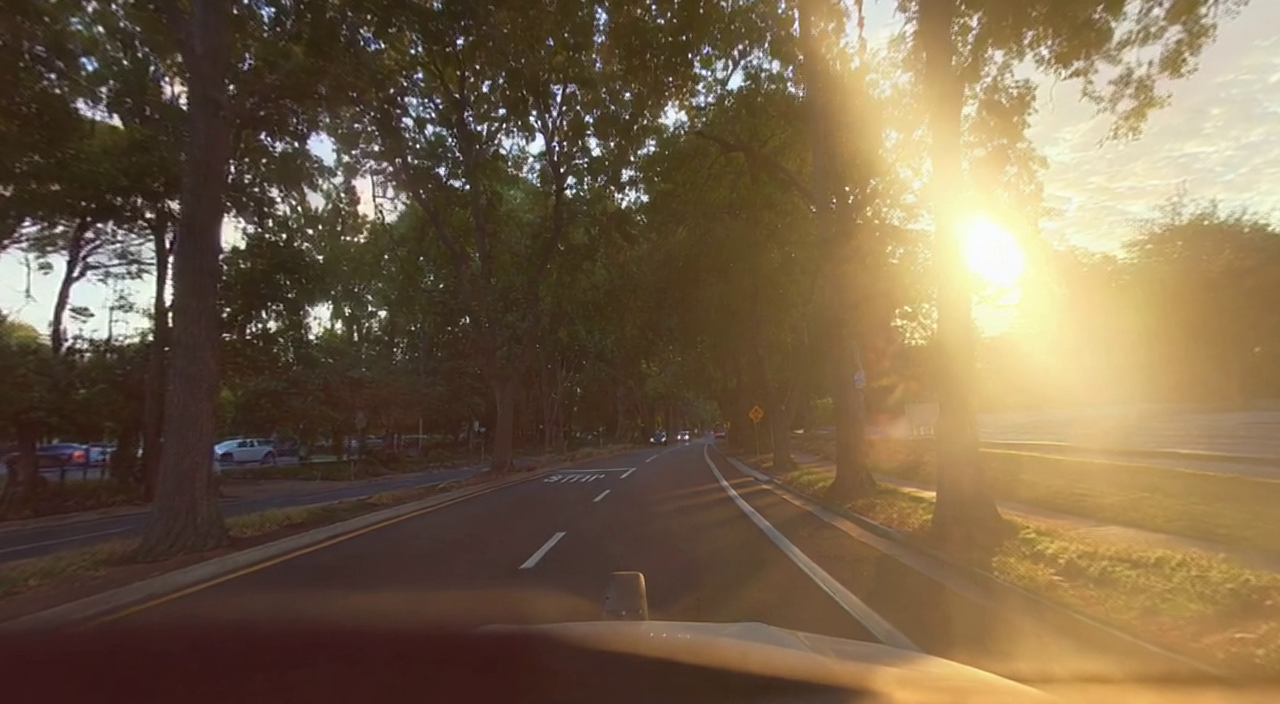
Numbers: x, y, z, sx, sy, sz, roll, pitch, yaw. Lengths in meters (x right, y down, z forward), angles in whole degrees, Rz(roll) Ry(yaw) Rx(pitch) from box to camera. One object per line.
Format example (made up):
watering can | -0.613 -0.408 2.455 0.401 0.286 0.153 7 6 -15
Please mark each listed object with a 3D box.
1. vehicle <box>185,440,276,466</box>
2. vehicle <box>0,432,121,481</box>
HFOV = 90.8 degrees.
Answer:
vehicle | -24.365 6.053 37.671 4.007 1.459 1.952 -1 -10 0
vehicle | -28.331 5.064 30.688 4.733 1.892 1.939 -4 -4 2
